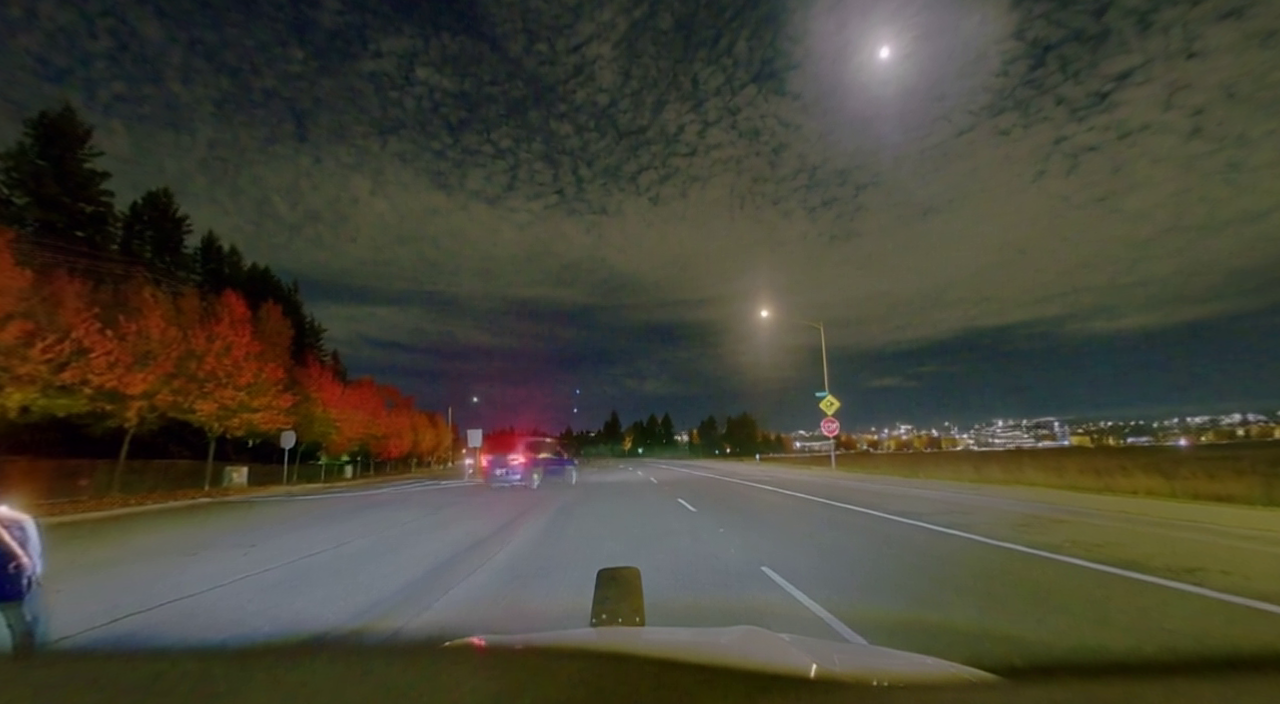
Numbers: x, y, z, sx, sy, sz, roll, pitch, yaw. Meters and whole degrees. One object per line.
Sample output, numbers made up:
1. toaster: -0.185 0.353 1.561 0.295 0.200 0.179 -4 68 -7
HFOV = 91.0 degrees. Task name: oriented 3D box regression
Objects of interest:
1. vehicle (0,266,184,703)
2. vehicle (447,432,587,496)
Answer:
1. vehicle: -3.520 0.478 0.978 2.145 2.038 4.656 0 -9 -1
2. vehicle: -4.272 4.044 23.180 2.284 2.012 5.607 -4 -9 23
